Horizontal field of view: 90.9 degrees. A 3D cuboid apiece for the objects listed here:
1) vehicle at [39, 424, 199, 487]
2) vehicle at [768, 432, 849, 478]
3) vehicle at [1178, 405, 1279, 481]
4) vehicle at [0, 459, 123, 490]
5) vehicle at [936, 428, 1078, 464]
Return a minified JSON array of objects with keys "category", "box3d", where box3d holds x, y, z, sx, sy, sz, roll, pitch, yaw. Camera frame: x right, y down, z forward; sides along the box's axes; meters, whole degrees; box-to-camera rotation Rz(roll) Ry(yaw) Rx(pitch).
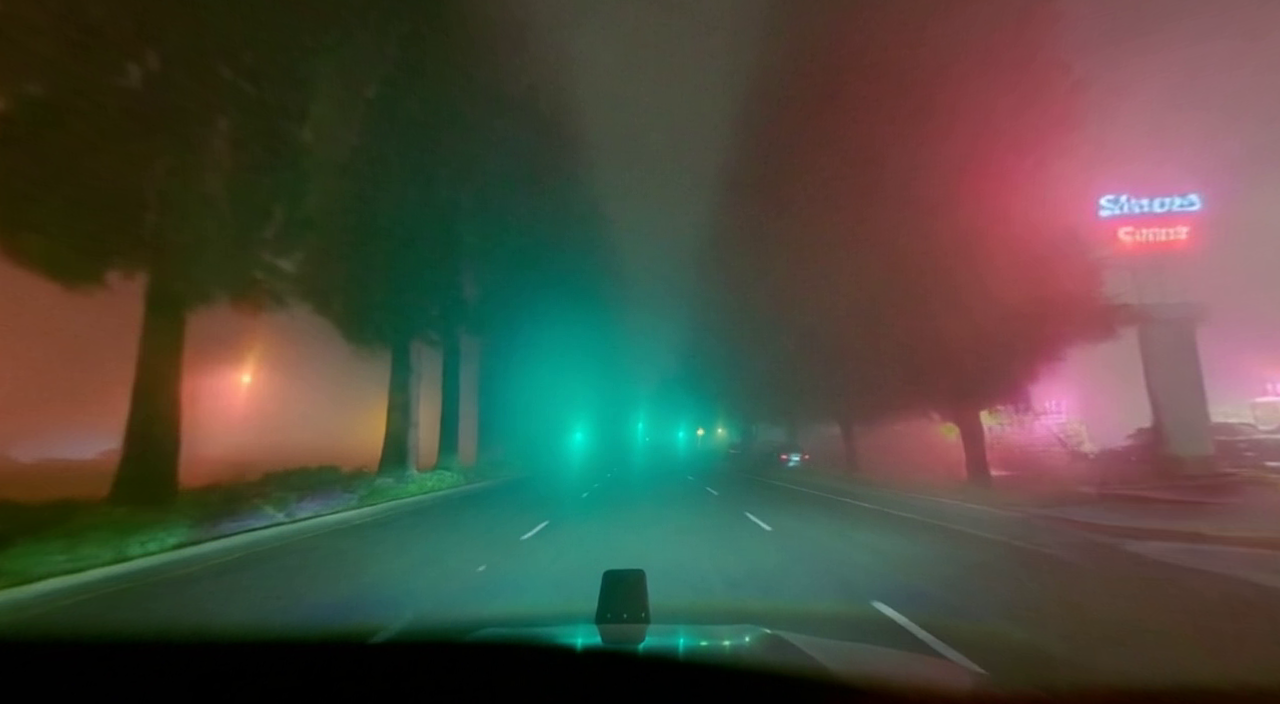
[{"category":"vehicle","box3d":[-32.967,6.557,40.130,7.106,3.726,3.230,0,-8,1]},{"category":"vehicle","box3d":[7.070,4.378,27.019,2.084,1.736,4.754,0,-8,-1]},{"category":"vehicle","box3d":[16.644,2.186,15.745,4.422,1.738,1.995,-3,-8,1]},{"category":"vehicle","box3d":[-32.758,6.885,35.531,5.238,1.618,2.263,-1,-9,1]},{"category":"vehicle","box3d":[16.845,4.367,29.137,5.222,1.515,2.044,-1,-9,-1]}]
